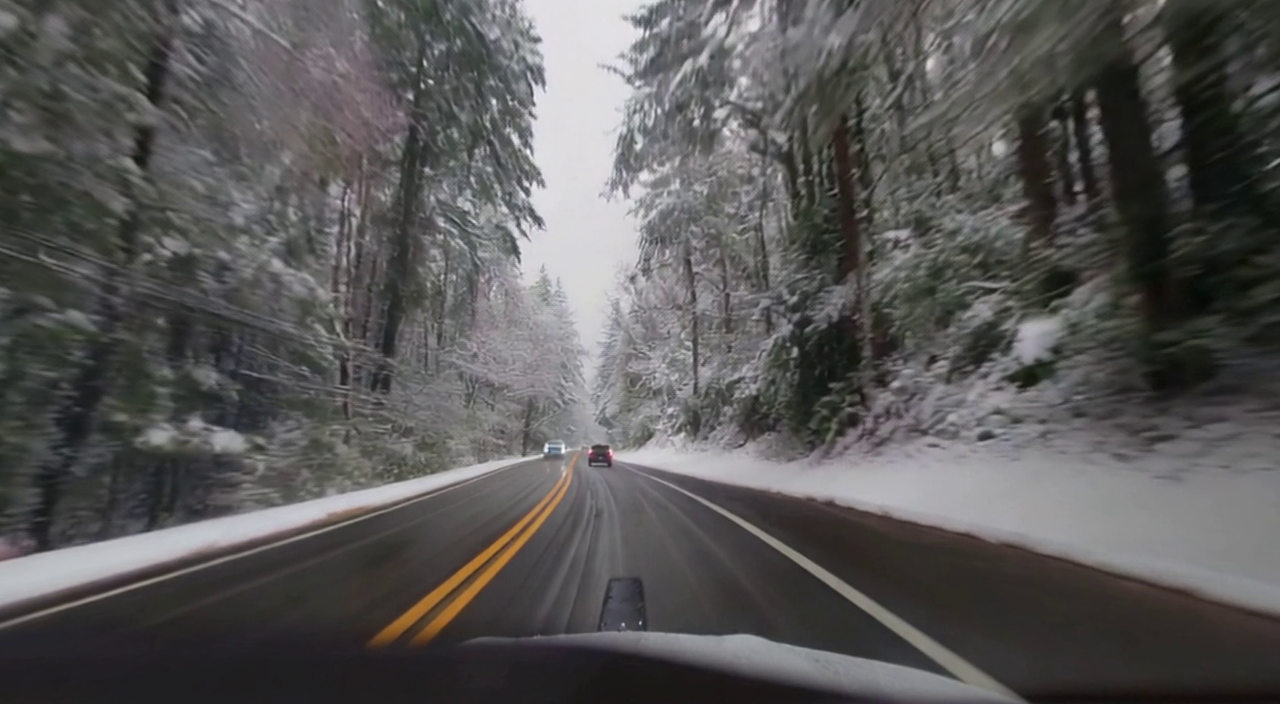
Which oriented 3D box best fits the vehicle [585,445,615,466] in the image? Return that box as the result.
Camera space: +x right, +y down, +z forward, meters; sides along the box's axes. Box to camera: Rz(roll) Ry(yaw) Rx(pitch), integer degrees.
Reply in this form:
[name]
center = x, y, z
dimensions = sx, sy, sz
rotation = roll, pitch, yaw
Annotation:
[vehicle]
center = -3.103, 7.831, 47.762
dimensions = 2.120, 1.491, 4.349
rotation = 0, -9, -5
